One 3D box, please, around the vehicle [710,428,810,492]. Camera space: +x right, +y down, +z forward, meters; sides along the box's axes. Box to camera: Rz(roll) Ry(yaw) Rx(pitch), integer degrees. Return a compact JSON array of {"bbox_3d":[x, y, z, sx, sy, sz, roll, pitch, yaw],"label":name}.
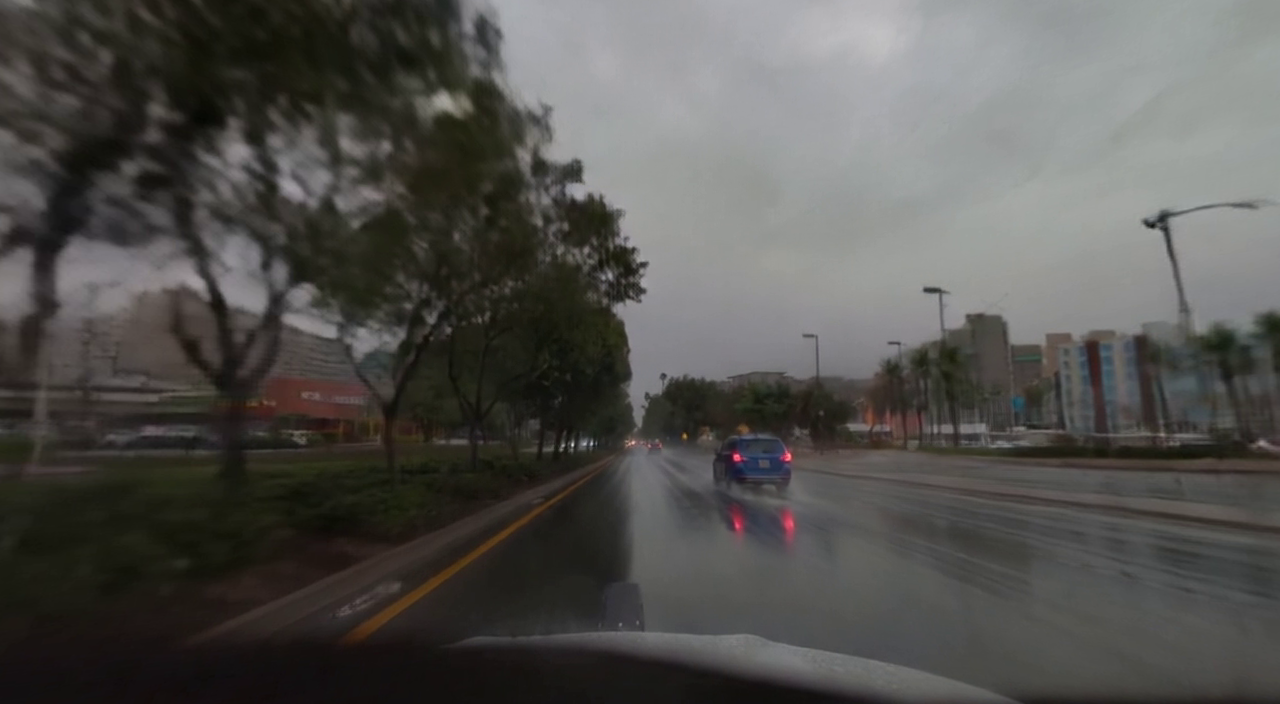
[{"bbox_3d":[3.450,3.200,19.107,2.072,1.696,4.177,0,-8,-2],"label":"vehicle"}]
